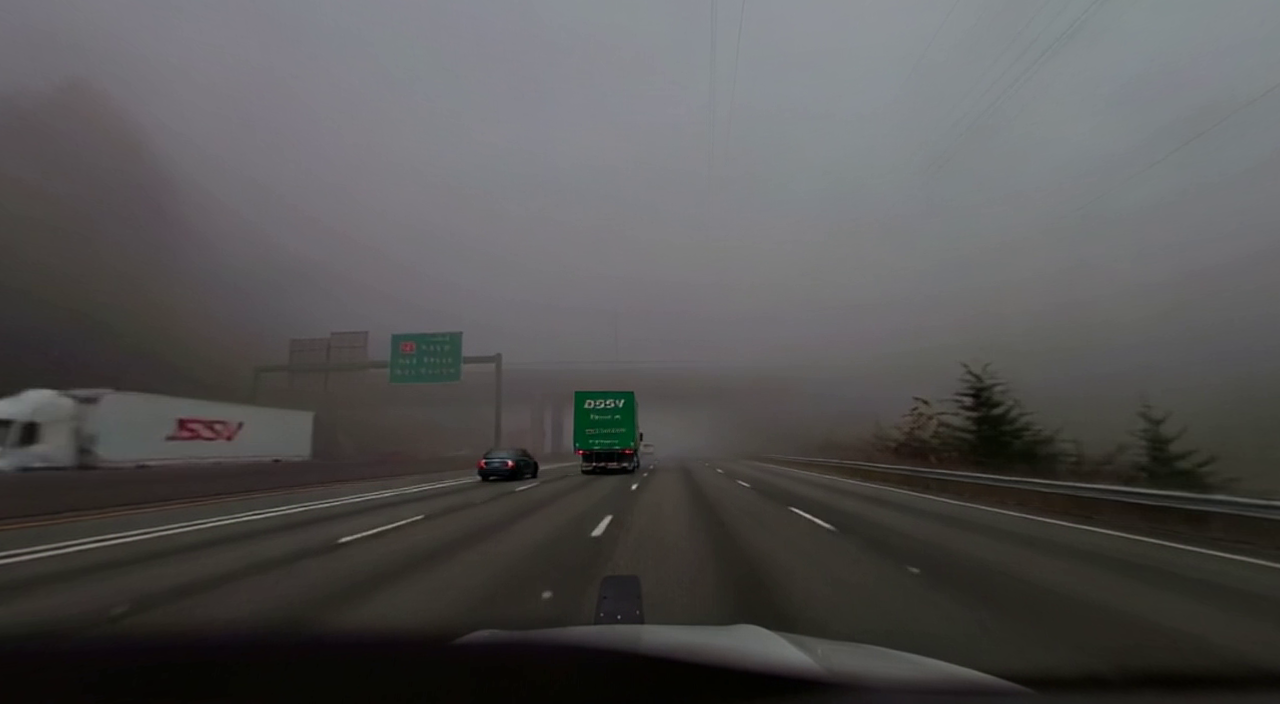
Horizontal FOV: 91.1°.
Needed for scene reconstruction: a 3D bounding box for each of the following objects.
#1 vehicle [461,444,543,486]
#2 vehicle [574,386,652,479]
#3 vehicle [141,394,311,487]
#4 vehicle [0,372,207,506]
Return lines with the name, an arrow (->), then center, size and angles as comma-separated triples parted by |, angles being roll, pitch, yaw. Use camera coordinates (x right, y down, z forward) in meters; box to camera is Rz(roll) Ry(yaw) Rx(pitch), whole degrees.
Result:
vehicle -> -5.288, 4.371, 24.732 | 1.958, 1.467, 4.737 | -1, -9, 3
vehicle -> -1.067, 4.426, 33.559 | 3.025, 4.002, 12.709 | -1, -9, 3
vehicle -> -20.643, 4.568, 32.195 | 2.818, 4.103, 8.096 | -1, -9, 2
vehicle -> -21.097, 3.234, 22.889 | 2.942, 4.086, 10.219 | -1, -9, 2
